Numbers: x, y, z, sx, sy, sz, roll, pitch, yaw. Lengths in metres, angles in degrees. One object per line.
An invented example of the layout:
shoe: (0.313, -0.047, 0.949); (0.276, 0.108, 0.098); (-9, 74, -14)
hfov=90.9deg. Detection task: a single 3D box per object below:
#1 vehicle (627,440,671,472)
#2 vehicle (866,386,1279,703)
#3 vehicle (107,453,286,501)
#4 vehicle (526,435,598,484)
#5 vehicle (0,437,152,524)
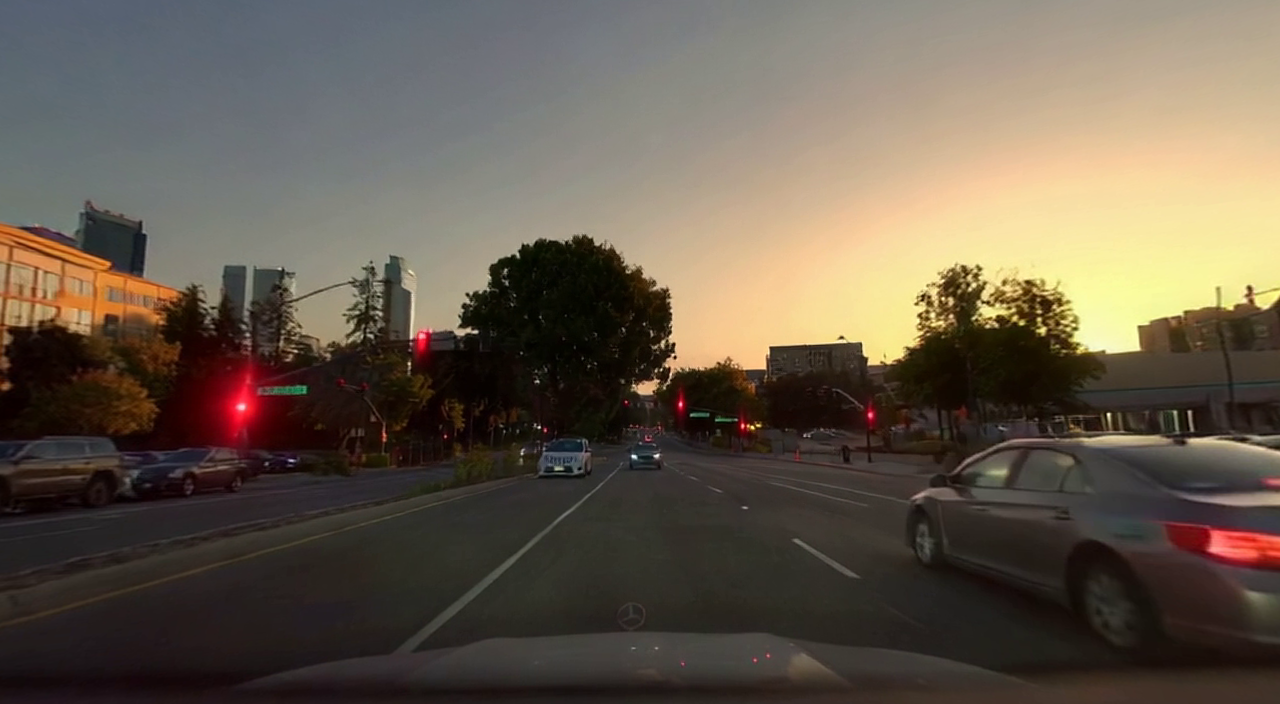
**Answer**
vehicle: (0.421, 5.192, 31.649); (2.059, 1.477, 3.988); (0, -8, 0)
vehicle: (3.746, 1.243, 4.951); (2.109, 1.510, 4.927); (0, -8, 0)
vehicle: (-14.842, 4.191, 21.294); (4.481, 1.455, 2.068); (-1, -8, 2)
vehicle: (-2.861, 4.077, 24.231); (2.057, 1.678, 4.639); (0, -8, 1)
vehicle: (-15.336, 3.054, 15.275); (2.337, 1.895, 5.872); (0, -8, -1)
